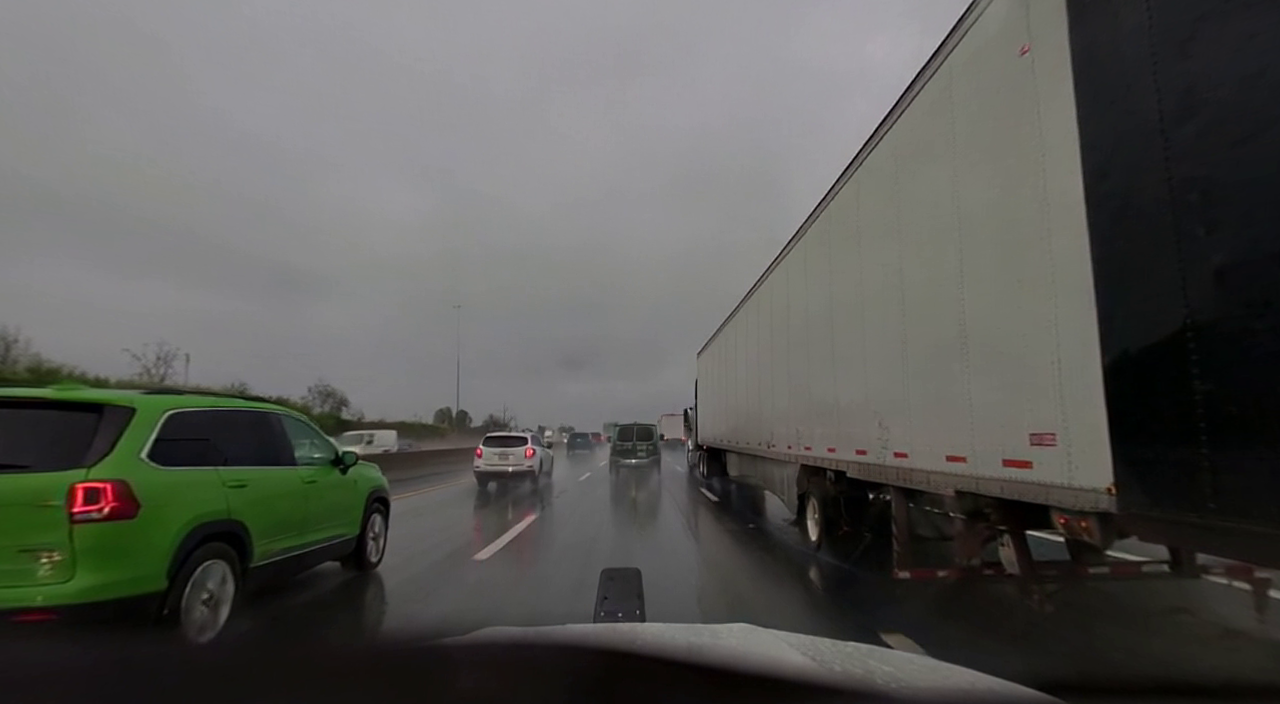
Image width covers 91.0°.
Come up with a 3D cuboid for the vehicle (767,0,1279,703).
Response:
[{"bbox_3d":[3.635,-0.331,2.744,2.852,4.121,16.210,0,-8,0],"label":"vehicle"}]

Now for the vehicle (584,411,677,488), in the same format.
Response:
[{"bbox_3d":[-0.327,3.274,21.340,2.704,2.216,5.804,0,-8,-1],"label":"vehicle"}]

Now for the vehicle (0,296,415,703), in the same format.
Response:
[{"bbox_3d":[-3.394,0.958,3.893,2.193,1.803,4.958,0,-8,-1],"label":"vehicle"}]

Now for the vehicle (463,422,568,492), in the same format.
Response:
[{"bbox_3d":[-3.523,3.109,18.872,2.120,1.812,4.659,0,-8,1],"label":"vehicle"}]
